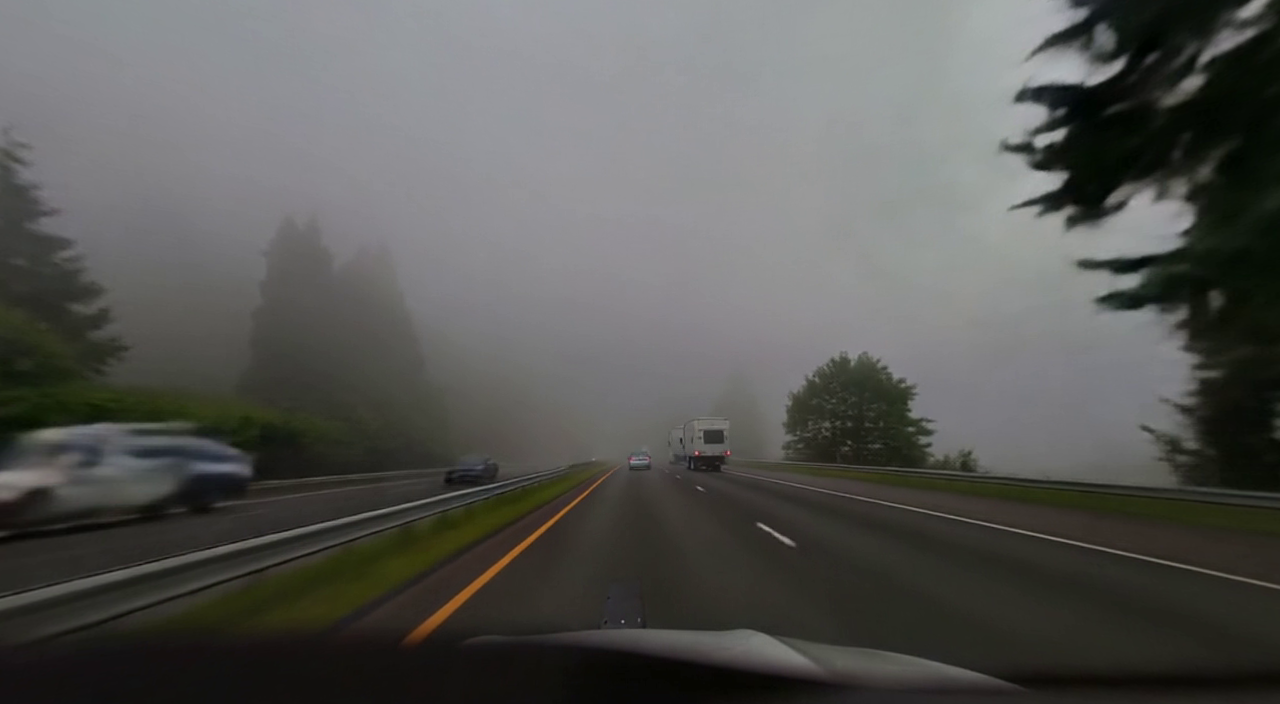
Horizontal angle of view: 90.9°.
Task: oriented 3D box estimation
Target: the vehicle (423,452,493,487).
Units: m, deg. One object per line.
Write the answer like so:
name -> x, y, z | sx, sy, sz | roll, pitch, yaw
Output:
vehicle -> -8.452, 5.480, 29.625 | 2.009, 1.484, 4.292 | 0, -9, 0

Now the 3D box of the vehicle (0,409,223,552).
vehicle -> -12.450, 2.718, 14.058 | 2.485, 2.534, 5.320 | 0, -9, 1

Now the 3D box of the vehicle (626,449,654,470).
vehicle -> -0.016, 7.546, 44.253 | 1.926, 1.386, 3.615 | 0, -9, 0
